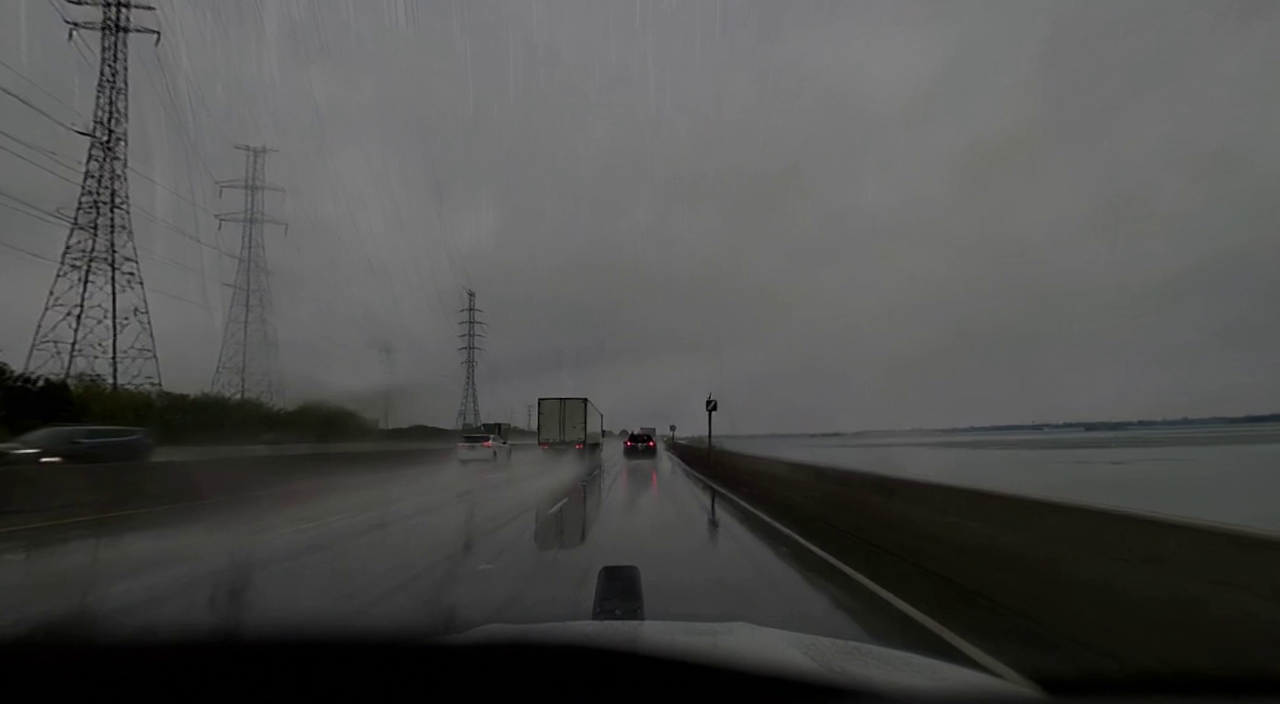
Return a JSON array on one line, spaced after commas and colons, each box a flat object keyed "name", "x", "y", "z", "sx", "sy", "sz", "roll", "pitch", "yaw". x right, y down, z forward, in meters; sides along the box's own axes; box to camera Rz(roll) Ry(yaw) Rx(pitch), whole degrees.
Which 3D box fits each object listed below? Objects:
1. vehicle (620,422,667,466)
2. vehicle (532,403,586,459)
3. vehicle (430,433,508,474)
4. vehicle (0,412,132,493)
[{"name": "vehicle", "x": 0.172, "y": 4.950, "z": 33.890, "sx": 2.358, "sy": 2.144, "sz": 4.713, "roll": 0, "pitch": -8, "yaw": 0}, {"name": "vehicle", "x": -3.733, "y": 3.695, "z": 29.499, "sx": 2.178, "sy": 2.522, "sz": 2.054, "roll": 0, "pitch": -8, "yaw": 1}, {"name": "vehicle", "x": -7.023, "y": 4.214, "z": 26.461, "sx": 2.004, "sy": 1.545, "sz": 4.513, "roll": 0, "pitch": -8, "yaw": 0}, {"name": "vehicle", "x": -15.679, "y": 2.477, "z": 15.649, "sx": 2.059, "sy": 1.820, "sz": 4.860, "roll": 0, "pitch": -8, "yaw": 0}]
